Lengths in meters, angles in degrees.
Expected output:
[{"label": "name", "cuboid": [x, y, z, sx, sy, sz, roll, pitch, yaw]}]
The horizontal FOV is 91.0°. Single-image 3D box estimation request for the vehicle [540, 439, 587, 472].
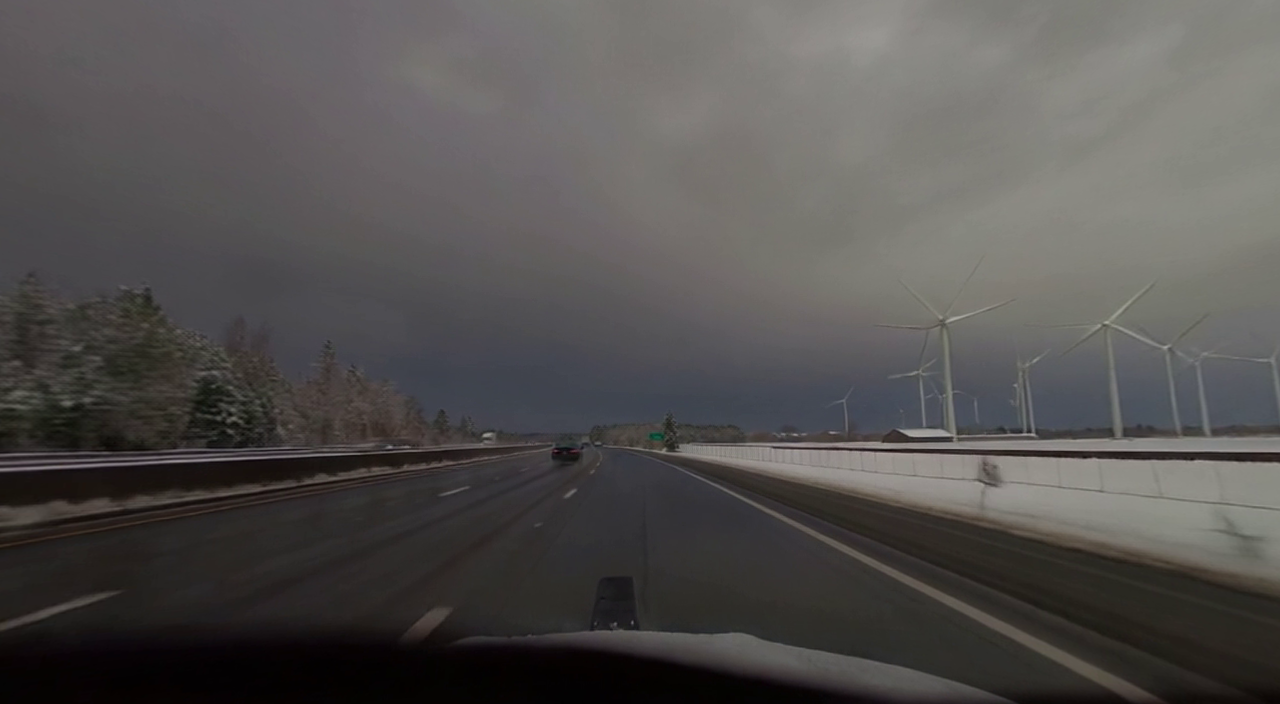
[{"label": "vehicle", "cuboid": [-3.828, 5.230, 32.118, 2.053, 1.549, 4.097, 0, -8, -2]}]
